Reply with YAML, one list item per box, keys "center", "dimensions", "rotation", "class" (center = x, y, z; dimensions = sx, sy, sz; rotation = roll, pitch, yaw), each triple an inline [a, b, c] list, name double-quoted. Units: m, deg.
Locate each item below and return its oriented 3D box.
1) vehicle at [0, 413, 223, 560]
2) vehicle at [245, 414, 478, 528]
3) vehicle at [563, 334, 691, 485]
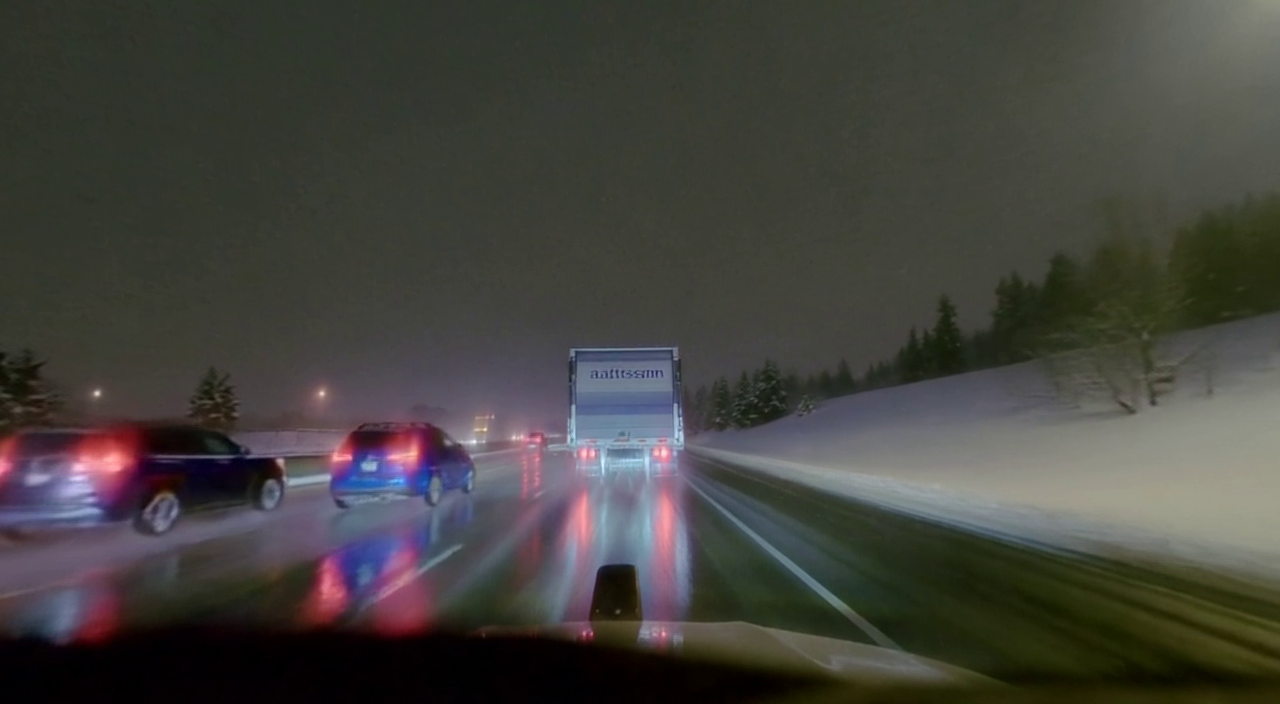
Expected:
- center: [-7.867, 1.643, 8.167]
  dimensions: [1.944, 1.565, 4.383]
  rotation: [0, -8, -1]
  class: "vehicle"
- center: [-4.676, 2.056, 11.603]
  dimensions: [2.052, 1.639, 4.894]
  rotation: [0, -8, 0]
  class: "vehicle"
- center: [-0.428, 2.250, 22.520]
  dimensions: [3.442, 4.106, 10.719]
  rotation: [0, -8, -1]
  class: "vehicle"
